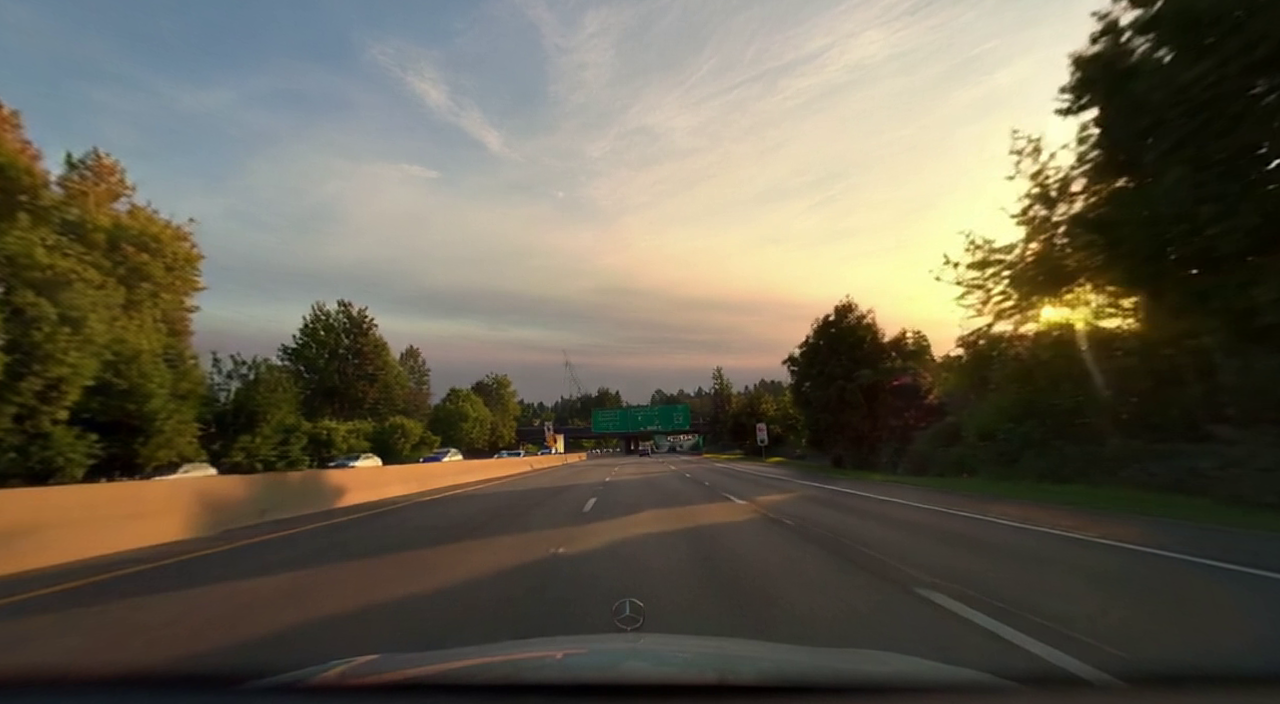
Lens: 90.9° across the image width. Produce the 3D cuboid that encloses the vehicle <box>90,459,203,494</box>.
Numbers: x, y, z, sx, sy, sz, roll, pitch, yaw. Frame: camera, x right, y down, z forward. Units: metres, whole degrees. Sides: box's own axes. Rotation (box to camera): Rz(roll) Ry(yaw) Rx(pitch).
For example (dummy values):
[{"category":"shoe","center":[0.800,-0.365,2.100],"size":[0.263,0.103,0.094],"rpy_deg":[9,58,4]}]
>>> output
[{"category":"vehicle","center":[-23.687,5.956,30.495],"size":[1.895,1.465,4.538],"rpy_deg":[0,-9,-2]}]

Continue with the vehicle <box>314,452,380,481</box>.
[{"category":"vehicle","center":[-18.230,7.133,39.447],"size":[1.914,1.619,4.491],"rpy_deg":[0,-9,0]}]

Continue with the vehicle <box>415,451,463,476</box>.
[{"category":"vehicle","center":[-14.374,7.954,45.337],"size":[1.983,1.652,4.376],"rpy_deg":[0,-9,0]}]
